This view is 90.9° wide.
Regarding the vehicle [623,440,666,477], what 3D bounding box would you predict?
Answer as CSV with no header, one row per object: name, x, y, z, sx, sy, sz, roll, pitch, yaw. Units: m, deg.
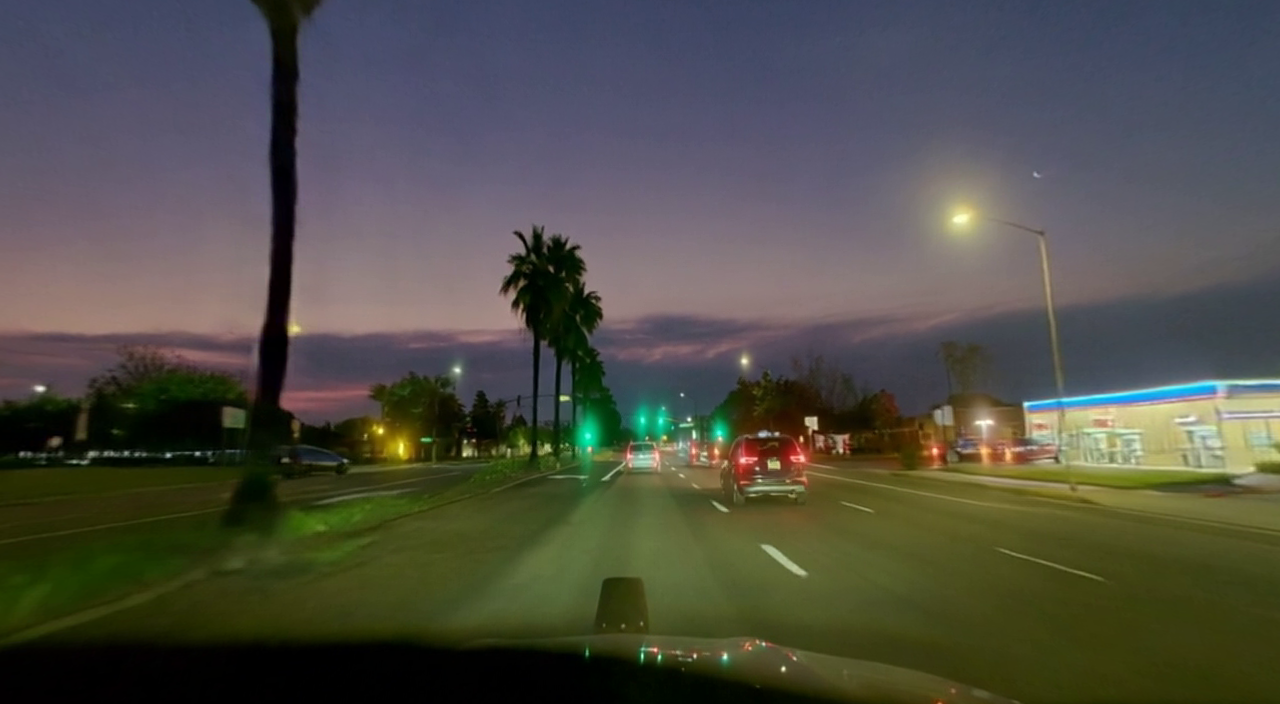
vehicle,0.229,5.214,31.112,1.991,1.664,3.814,0,-8,0

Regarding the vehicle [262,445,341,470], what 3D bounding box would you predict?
vehicle,-25.763,7.995,48.115,2.124,1.784,4.803,-7,-10,37

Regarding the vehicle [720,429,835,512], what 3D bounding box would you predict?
vehicle,3.213,2.830,15.583,1.872,1.752,3.896,0,-8,-1

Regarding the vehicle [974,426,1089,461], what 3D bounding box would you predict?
vehicle,21.558,5.070,34.859,4.831,1.816,2.295,0,-8,-2

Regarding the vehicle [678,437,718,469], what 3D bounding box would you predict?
vehicle,3.775,6.613,41.668,2.154,1.975,4.634,0,-8,-1
